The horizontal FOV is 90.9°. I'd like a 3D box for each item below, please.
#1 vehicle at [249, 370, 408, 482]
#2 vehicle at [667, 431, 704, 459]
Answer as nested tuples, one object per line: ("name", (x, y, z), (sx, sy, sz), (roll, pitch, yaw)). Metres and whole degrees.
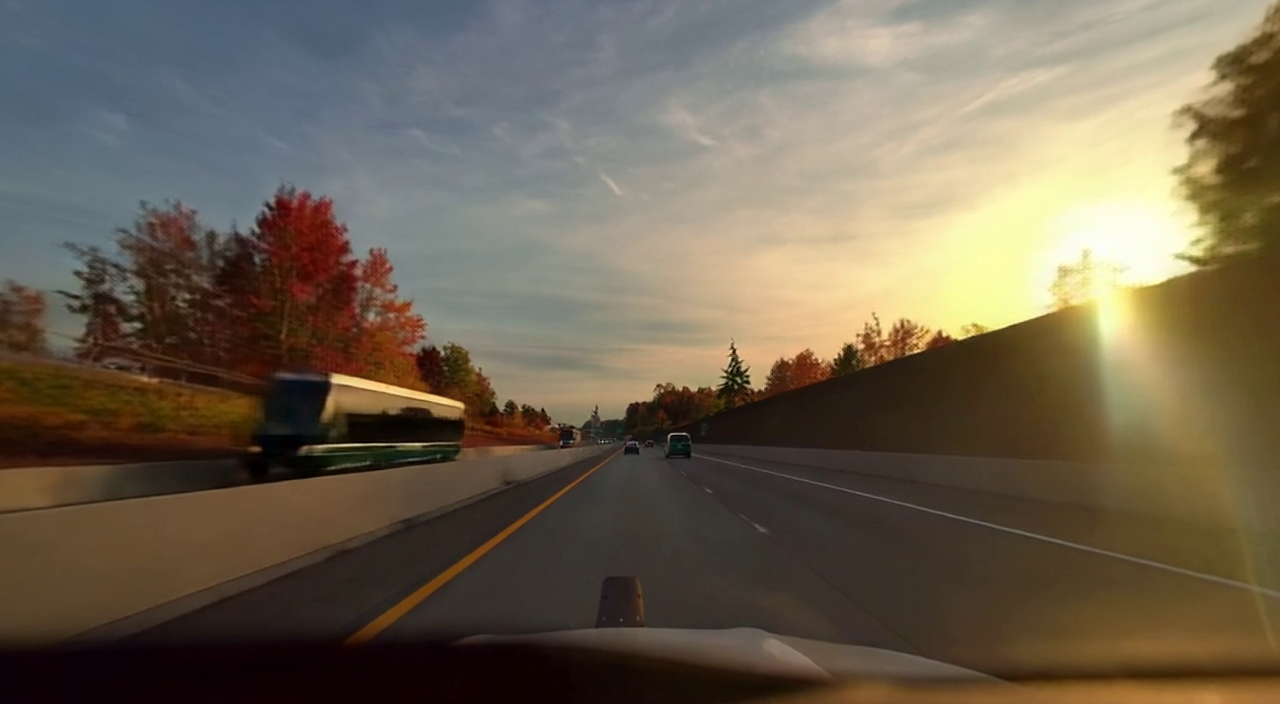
("vehicle", (-12.282, 3.059, 25.699), (2.942, 3.946, 6.482), (0, -8, 1))
("vehicle", (3.452, 7.218, 49.133), (2.393, 2.072, 4.958), (0, -8, -1))
